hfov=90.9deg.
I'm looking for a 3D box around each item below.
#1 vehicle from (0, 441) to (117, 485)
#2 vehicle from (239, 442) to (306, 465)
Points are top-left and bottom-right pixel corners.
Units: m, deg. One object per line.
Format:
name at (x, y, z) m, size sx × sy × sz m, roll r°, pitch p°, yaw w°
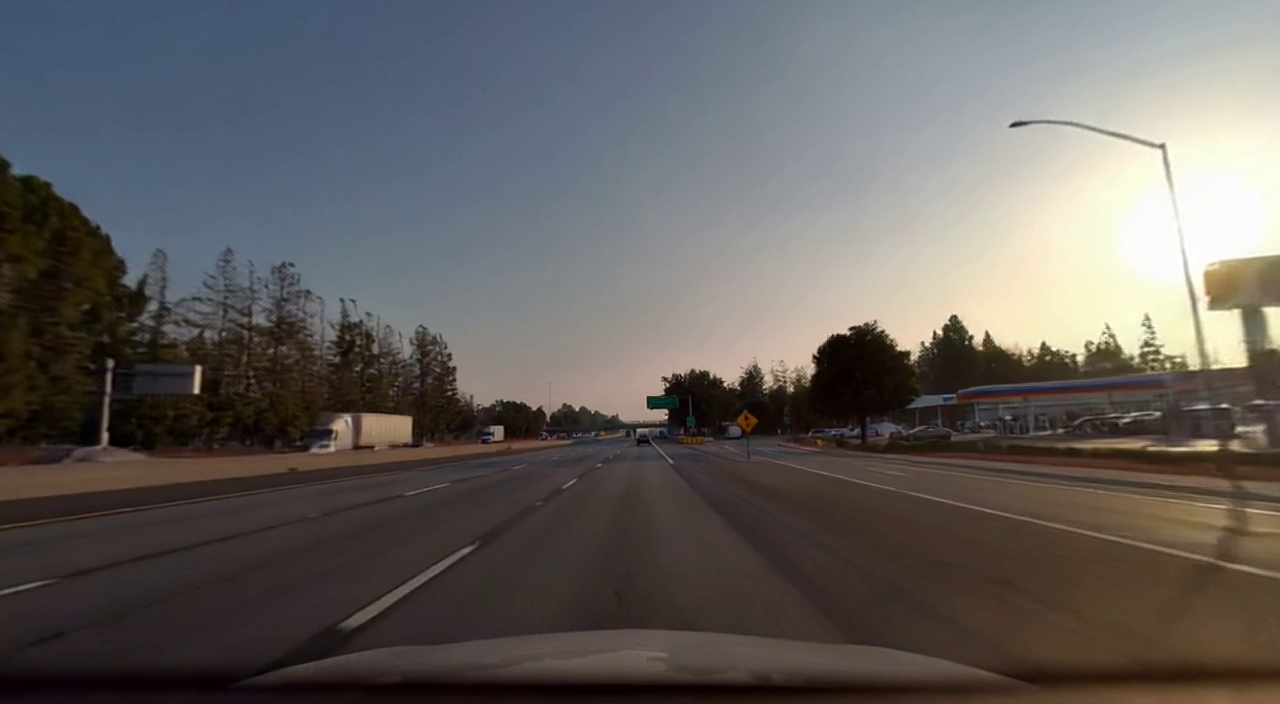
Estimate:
vehicle at (-20.292, 3.734, 21.531) m, size 1.779 × 1.338 × 3.587 m, roll 0°, pitch -8°, yaw 0°
vehicle at (-24.099, 6.660, 41.599) m, size 1.772 × 1.439 × 4.479 m, roll 0°, pitch -8°, yaw -1°
